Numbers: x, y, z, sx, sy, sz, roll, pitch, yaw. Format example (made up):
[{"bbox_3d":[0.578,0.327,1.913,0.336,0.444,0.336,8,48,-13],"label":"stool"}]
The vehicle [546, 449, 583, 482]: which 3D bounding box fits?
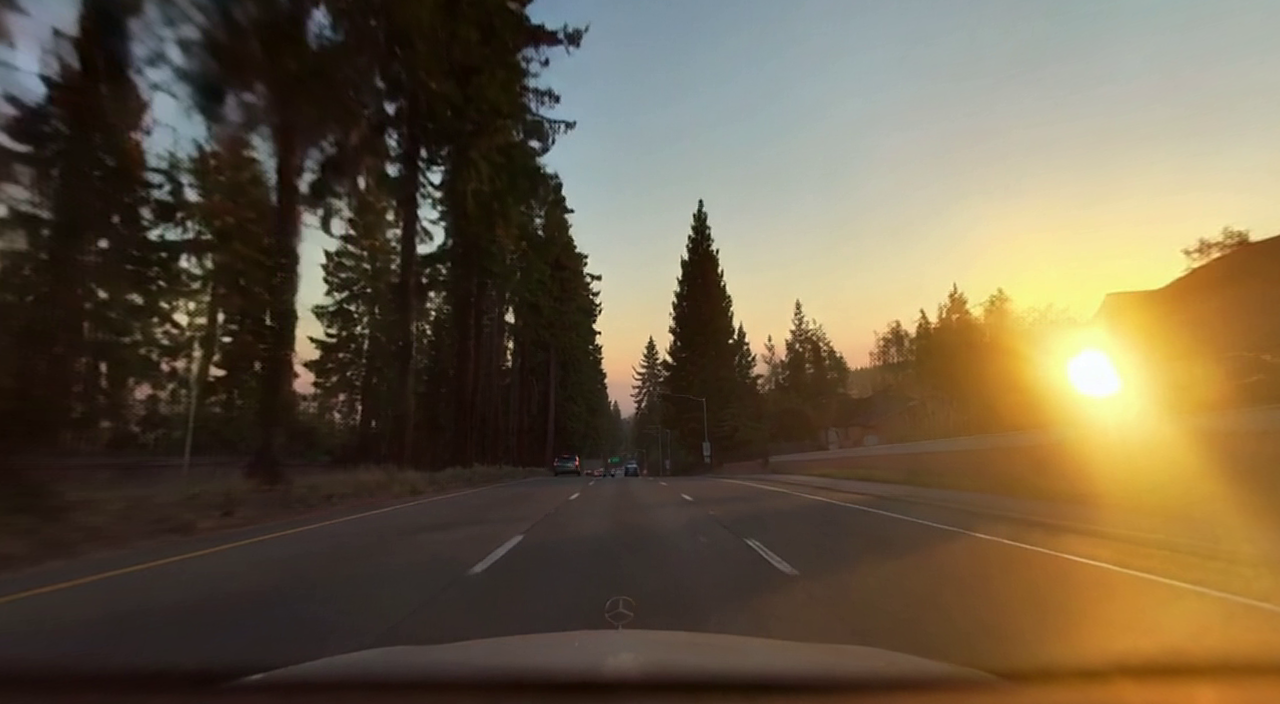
[{"bbox_3d":[-5.559,8.418,47.168,2.323,2.252,4.808,0,-9,-2],"label":"vehicle"}]
